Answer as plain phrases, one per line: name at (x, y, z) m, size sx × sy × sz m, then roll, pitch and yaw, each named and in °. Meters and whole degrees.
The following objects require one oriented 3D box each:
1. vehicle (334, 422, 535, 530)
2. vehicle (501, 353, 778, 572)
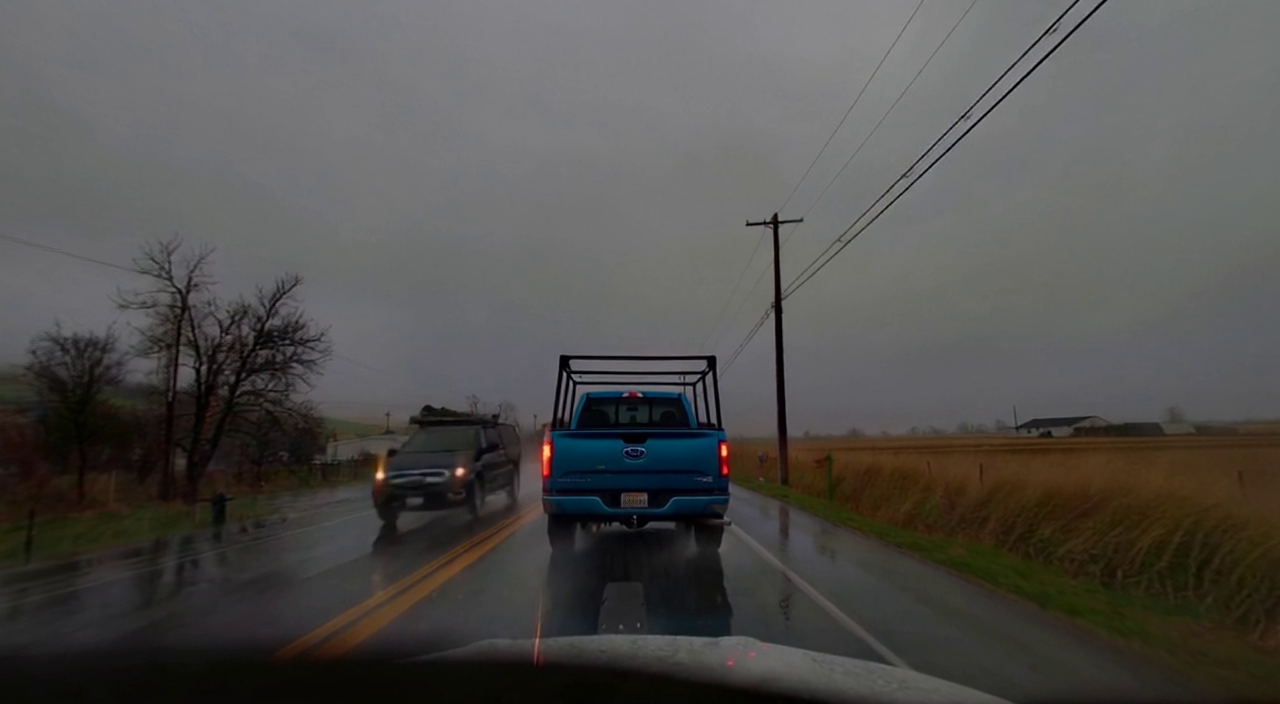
vehicle at (-3.836, 2.455, 13.236) m, size 2.343 × 1.727 × 5.684 m, roll 0°, pitch -8°, yaw 0°
vehicle at (-0.084, 1.694, 10.409) m, size 2.912 × 2.320 × 7.292 m, roll 0°, pitch -8°, yaw -1°
